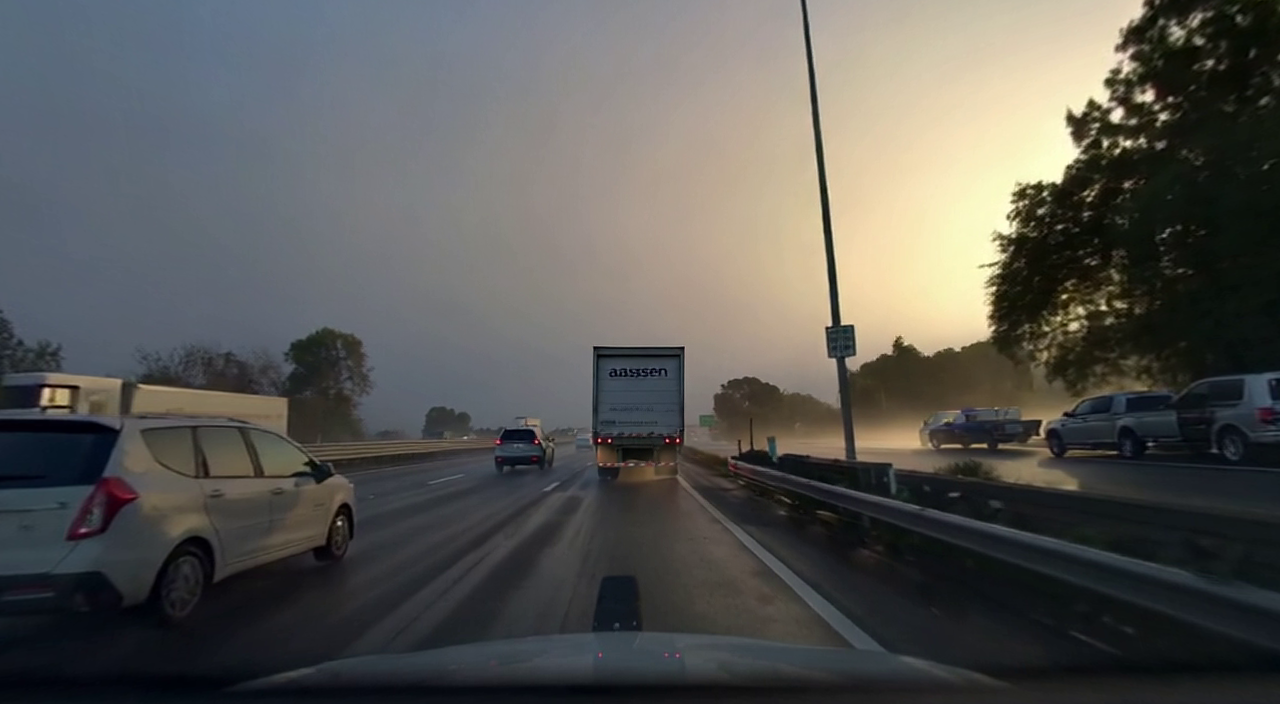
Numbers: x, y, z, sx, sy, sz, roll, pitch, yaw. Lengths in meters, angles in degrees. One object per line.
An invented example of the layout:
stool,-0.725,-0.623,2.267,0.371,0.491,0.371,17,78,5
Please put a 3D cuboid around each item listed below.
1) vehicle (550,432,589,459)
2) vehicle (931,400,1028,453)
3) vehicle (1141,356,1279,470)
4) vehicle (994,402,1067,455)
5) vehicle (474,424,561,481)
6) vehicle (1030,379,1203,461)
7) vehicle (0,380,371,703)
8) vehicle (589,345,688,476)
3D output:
vehicle,-4.200,5.639,38.113,1.921,1.524,3.912,0,-8,0
vehicle,18.927,4.251,35.474,2.432,2.753,5.388,0,-8,1
vehicle,19.115,1.905,19.115,2.595,3.137,6.079,0,-7,0
vehicle,19.606,3.850,31.708,1.658,2.523,2.851,0,-8,-1
vehicle,-3.728,3.135,19.918,1.946,1.599,4.073,0,-8,0
vehicle,19.347,2.888,26.069,2.443,3.006,5.844,0,-8,0
vehicle,-3.697,1.071,4.067,1.964,1.507,4.361,0,-8,0
vehicle,-0.103,2.602,25.822,3.171,4.204,11.036,0,-8,0
